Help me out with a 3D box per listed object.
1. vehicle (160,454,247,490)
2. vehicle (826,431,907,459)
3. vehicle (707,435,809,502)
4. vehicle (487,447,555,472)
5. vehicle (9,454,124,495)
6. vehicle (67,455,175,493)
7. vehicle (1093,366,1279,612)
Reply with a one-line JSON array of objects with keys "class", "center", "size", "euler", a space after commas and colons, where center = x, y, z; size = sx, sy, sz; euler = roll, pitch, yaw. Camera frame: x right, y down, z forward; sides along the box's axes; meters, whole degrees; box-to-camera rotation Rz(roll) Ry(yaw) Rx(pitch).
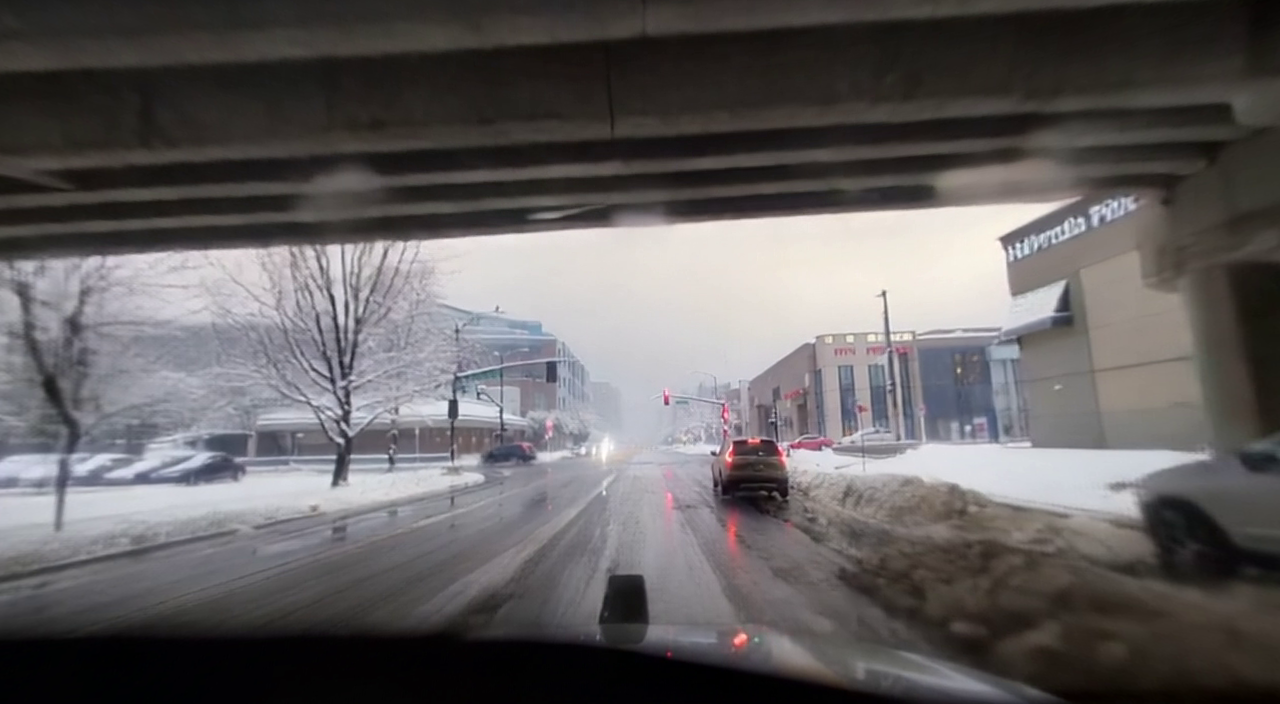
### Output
[{"class": "vehicle", "center": [-22.854, 6.250, 33.202], "size": [1.757, 1.699, 3.854], "euler": [0, -9, 1]}, {"class": "vehicle", "center": [15.117, 6.256, 42.277], "size": [4.611, 1.778, 1.939], "euler": [0, -9, 1]}, {"class": "vehicle", "center": [3.004, 3.043, 16.859], "size": [1.947, 1.576, 3.825], "euler": [0, -9, 0]}, {"class": "vehicle", "center": [-7.796, 7.002, 41.208], "size": [4.037, 1.562, 2.099], "euler": [-7, -11, 36]}, {"class": "vehicle", "center": [-29.993, 6.360, 33.194], "size": [1.811, 1.942, 4.376], "euler": [0, -9, 1]}, {"class": "vehicle", "center": [-27.228, 6.363, 33.316], "size": [1.807, 1.795, 4.566], "euler": [0, -9, 0]}, {"class": "vehicle", "center": [6.770, 1.070, 4.703], "size": [2.433, 2.116, 5.789], "euler": [0, -9, 0]}]
